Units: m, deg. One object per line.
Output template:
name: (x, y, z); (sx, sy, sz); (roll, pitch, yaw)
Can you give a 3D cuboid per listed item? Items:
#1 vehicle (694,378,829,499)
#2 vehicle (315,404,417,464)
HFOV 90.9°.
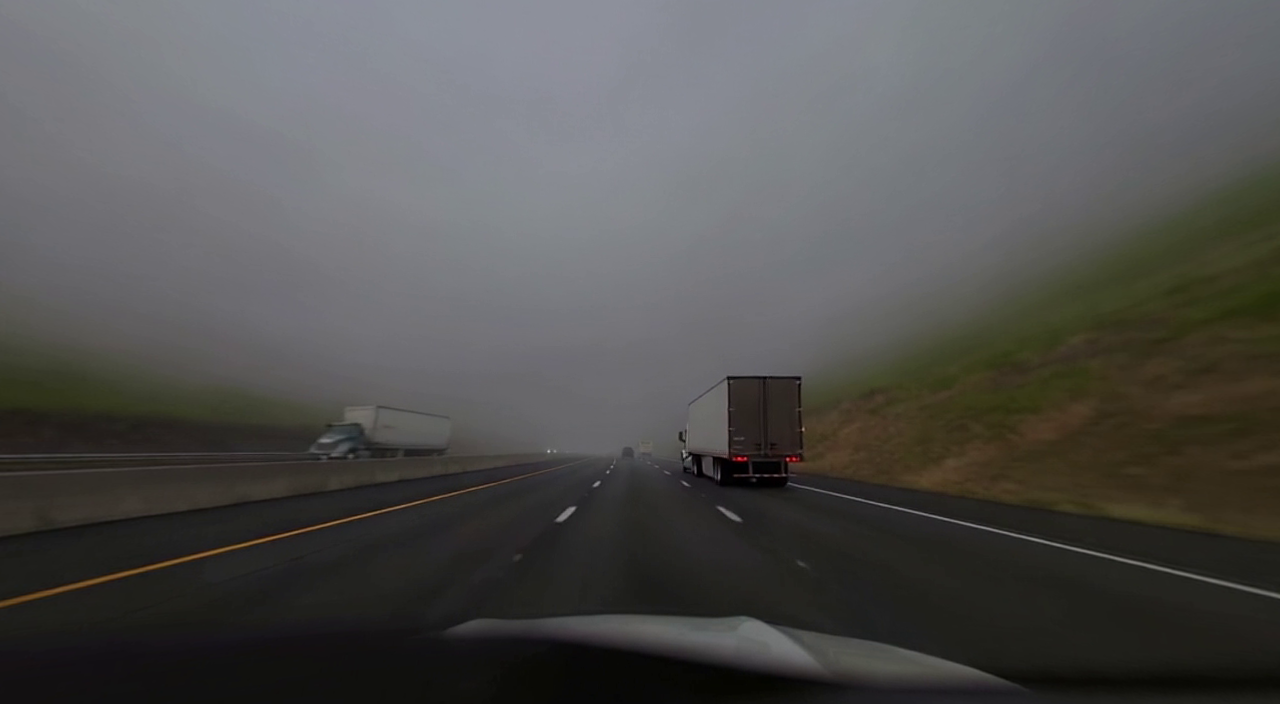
vehicle: (4.111, 3.476, 24.712); (2.876, 3.586, 11.726); (0, -9, 0)
vehicle: (-19.492, 6.100, 45.757); (2.902, 3.820, 10.263); (0, -9, -1)
